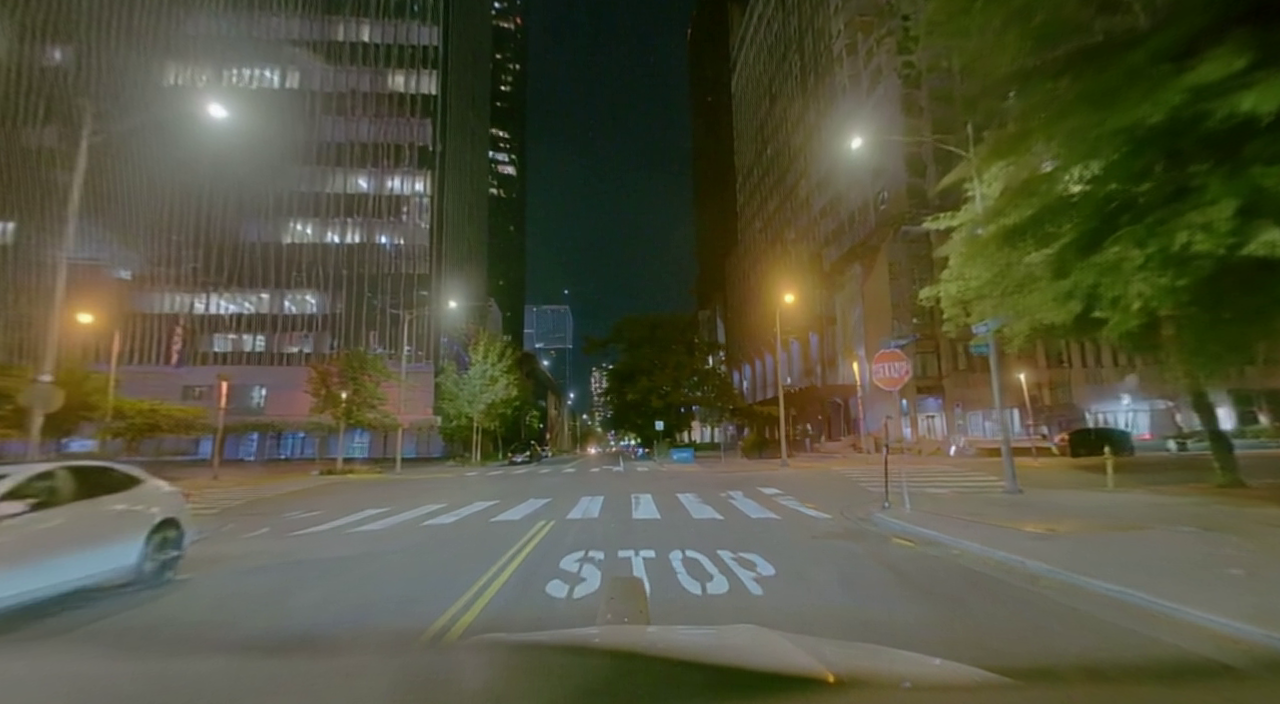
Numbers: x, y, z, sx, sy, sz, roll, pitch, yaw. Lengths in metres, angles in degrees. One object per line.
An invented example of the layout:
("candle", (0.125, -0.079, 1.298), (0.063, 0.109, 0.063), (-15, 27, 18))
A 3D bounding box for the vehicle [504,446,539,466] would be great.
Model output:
("vehicle", (-9.181, 8.099, 49.218), (2.033, 1.491, 4.298), (0, -8, -1))

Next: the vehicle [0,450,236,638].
("vehicle", (-6.063, 1.653, 5.700), (1.874, 1.460, 4.495), (0, -8, -1))
